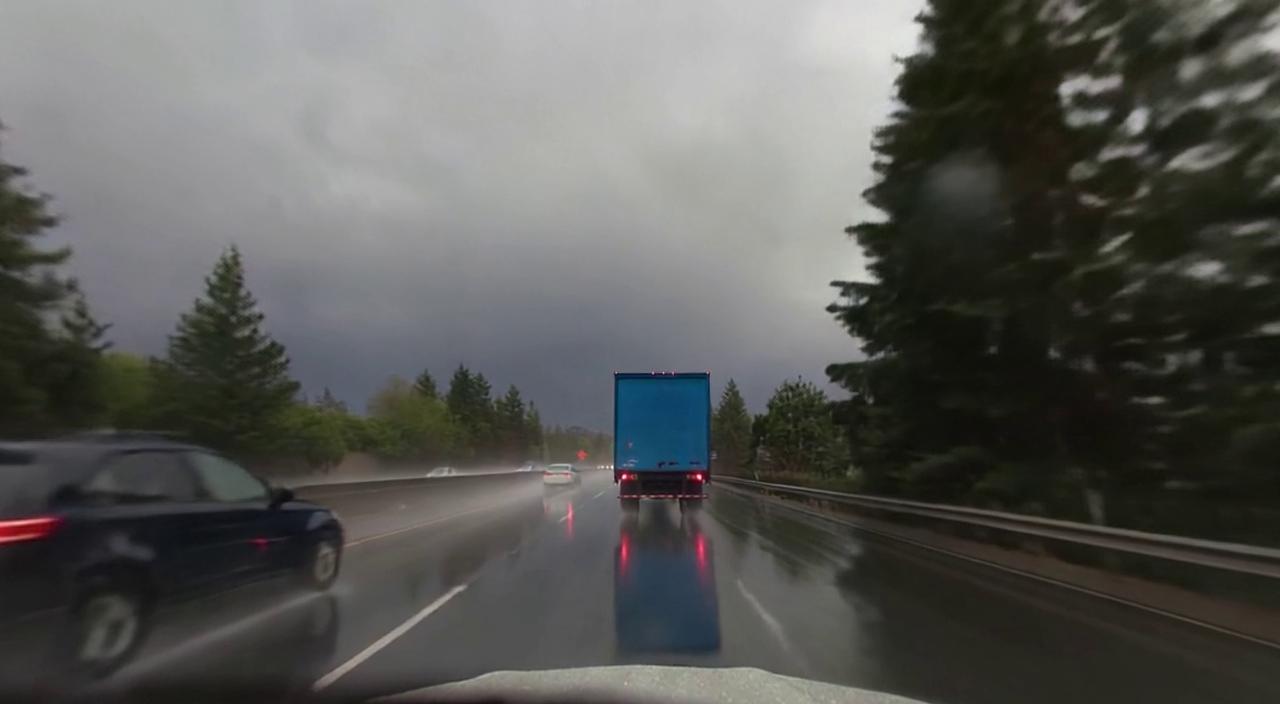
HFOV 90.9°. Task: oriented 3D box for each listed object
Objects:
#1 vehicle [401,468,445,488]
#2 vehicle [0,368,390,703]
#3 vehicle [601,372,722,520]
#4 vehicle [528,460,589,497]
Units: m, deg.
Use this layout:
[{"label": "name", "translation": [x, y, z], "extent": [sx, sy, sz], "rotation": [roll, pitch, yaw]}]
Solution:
[{"label": "vehicle", "translation": [-16.305, 9.518, 47.584], "extent": [1.737, 1.393, 4.108], "rotation": [0, -10, 1]}, {"label": "vehicle", "translation": [-3.787, 1.246, 4.498], "extent": [2.076, 1.691, 4.555], "rotation": [1, -10, 0]}, {"label": "vehicle", "translation": [0.571, 3.212, 20.676], "extent": [3.008, 3.678, 9.512], "rotation": [1, -10, 0]}, {"label": "vehicle", "translation": [-3.597, 5.722, 28.769], "extent": [2.079, 1.506, 4.821], "rotation": [0, -10, 1]}]
